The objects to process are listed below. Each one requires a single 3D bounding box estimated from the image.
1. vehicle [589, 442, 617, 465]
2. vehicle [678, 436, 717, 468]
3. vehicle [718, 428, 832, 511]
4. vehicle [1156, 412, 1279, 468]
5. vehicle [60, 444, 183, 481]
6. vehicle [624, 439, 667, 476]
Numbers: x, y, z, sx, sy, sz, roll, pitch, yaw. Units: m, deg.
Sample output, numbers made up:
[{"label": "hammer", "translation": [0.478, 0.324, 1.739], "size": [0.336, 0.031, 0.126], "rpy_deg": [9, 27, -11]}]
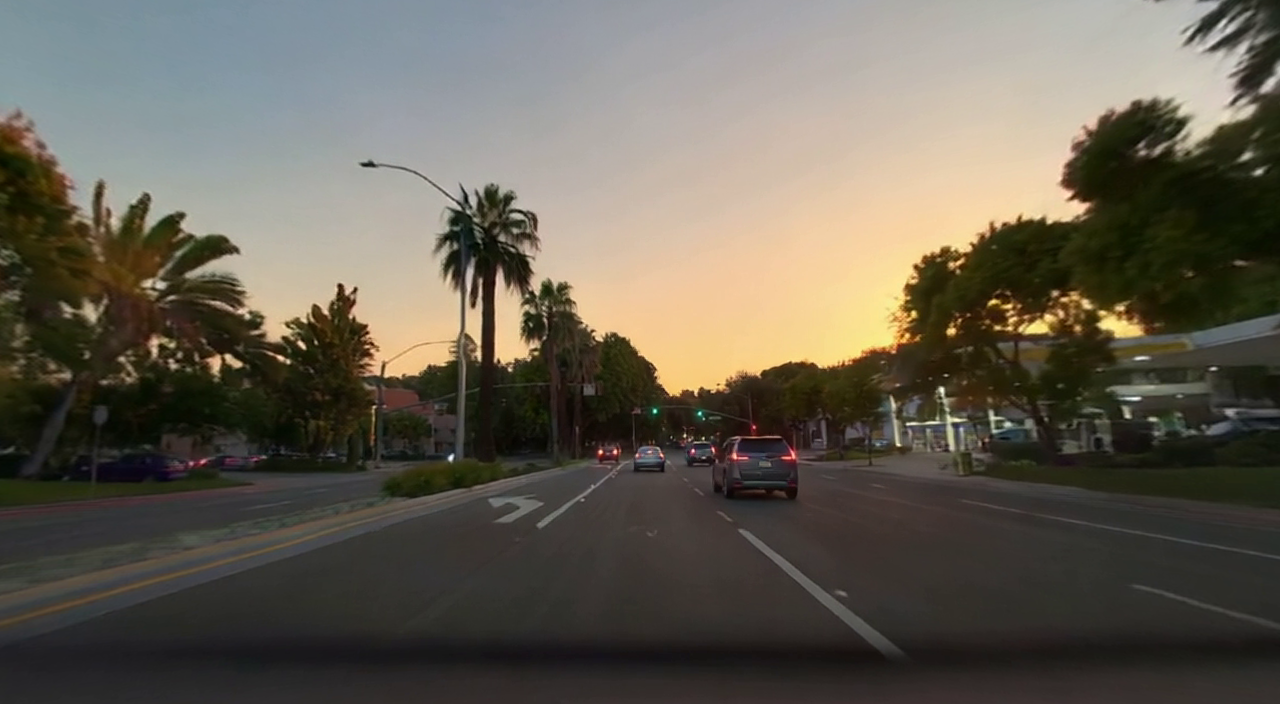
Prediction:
[{"label": "vehicle", "translation": [-2.736, 7.601, 47.416], "size": [1.788, 1.600, 4.298], "rpy_deg": [0, -8, 1]}, {"label": "vehicle", "translation": [3.758, 6.631, 41.975], "size": [2.154, 1.975, 4.634], "rpy_deg": [0, -8, 0]}, {"label": "vehicle", "translation": [3.138, 2.805, 15.515], "size": [1.872, 1.752, 3.896], "rpy_deg": [0, -8, -1]}, {"label": "vehicle", "translation": [21.338, 3.065, 21.855], "size": [4.831, 1.816, 2.295], "rpy_deg": [0, -8, -2]}, {"label": "vehicle", "translation": [-27.587, 5.852, 33.671], "size": [4.803, 1.784, 2.124], "rpy_deg": [7, -11, -41]}, {"label": "vehicle", "translation": [0.241, 5.192, 31.327], "size": [1.991, 1.664, 3.814], "rpy_deg": [0, -8, 0]}]
